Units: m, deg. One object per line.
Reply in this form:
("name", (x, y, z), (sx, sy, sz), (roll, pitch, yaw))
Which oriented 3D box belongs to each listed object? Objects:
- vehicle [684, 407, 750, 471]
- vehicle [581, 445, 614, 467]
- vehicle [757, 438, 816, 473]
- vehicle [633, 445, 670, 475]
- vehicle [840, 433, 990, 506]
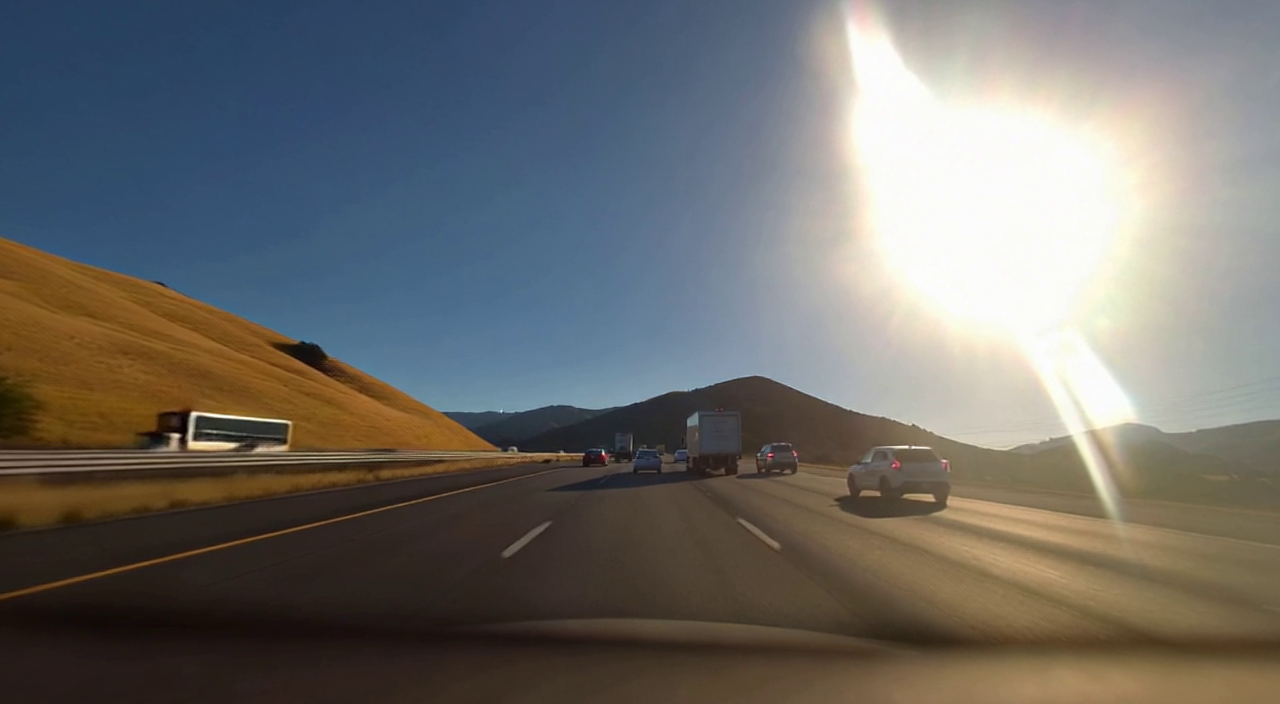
("vehicle", (4.769, 5.768, 41.400), (3.130, 3.607, 11.129), (0, -9, 1))
("vehicle", (-3.108, 7.719, 46.809), (2.132, 1.506, 4.256), (0, -9, 0))
("vehicle", (7.998, 5.688, 34.849), (2.143, 1.775, 4.729), (0, -9, 0))
("vehicle", (0.611, 5.774, 33.921), (1.866, 1.492, 3.932), (0, -9, 1))
("vehicle", (7.133, 3.089, 16.975), (2.044, 1.676, 4.421), (0, -9, 0))
